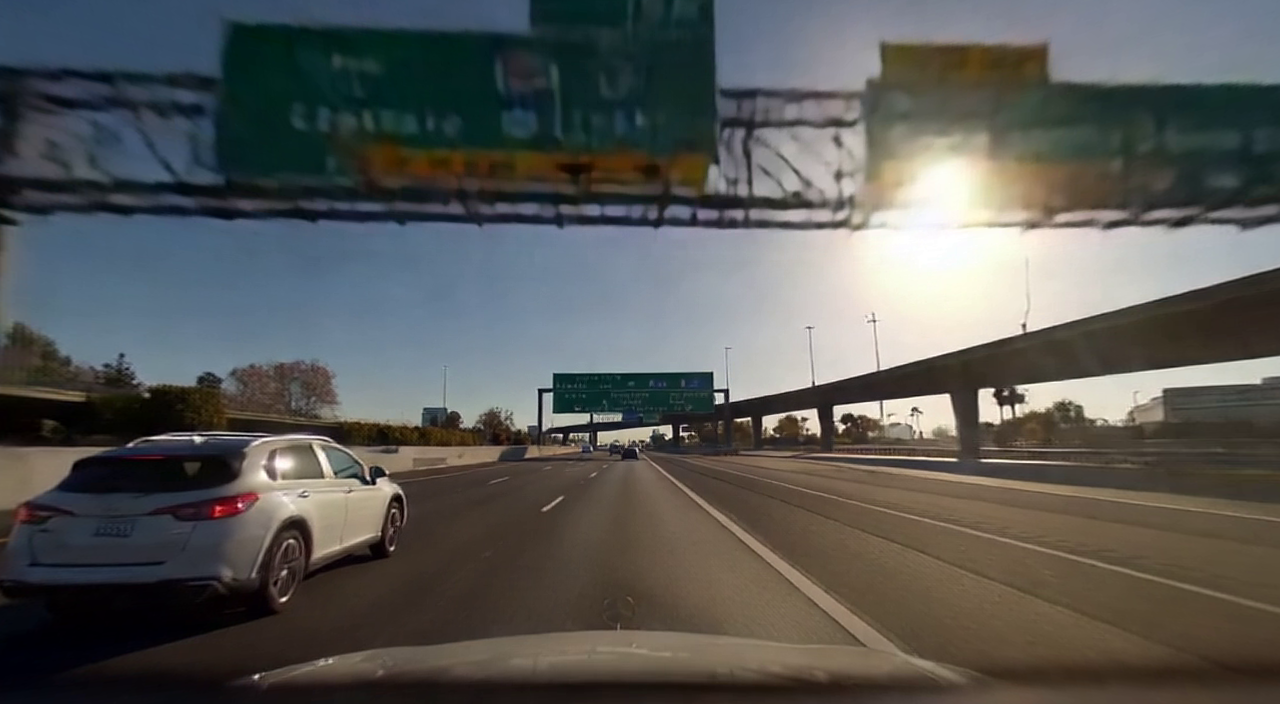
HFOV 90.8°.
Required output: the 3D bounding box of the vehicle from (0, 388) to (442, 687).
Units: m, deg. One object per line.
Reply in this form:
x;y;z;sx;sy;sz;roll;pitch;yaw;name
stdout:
-3.612;1.382;5.856;2.178;1.699;4.321;0;-8;-1;vehicle
